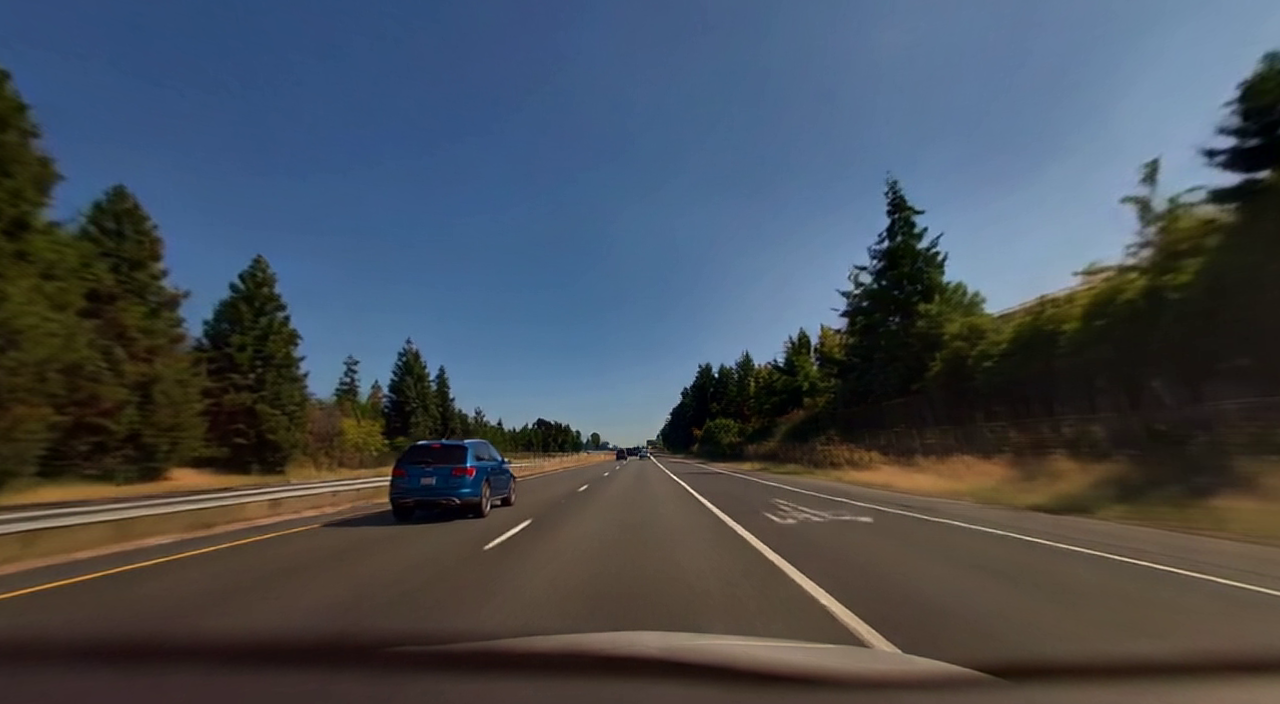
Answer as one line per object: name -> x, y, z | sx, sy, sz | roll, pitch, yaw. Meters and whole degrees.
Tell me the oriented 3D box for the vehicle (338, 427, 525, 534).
vehicle -> -3.824, 2.445, 12.630 | 2.110, 1.727, 4.607 | 0, -9, 1
